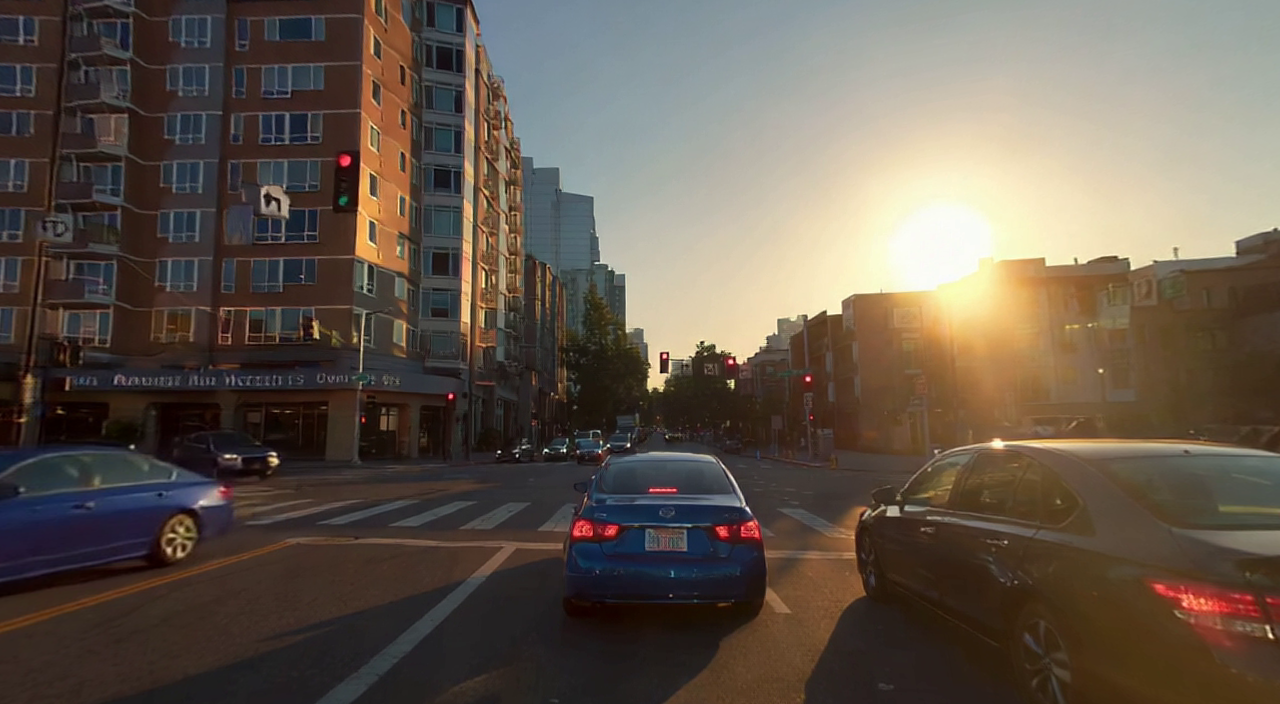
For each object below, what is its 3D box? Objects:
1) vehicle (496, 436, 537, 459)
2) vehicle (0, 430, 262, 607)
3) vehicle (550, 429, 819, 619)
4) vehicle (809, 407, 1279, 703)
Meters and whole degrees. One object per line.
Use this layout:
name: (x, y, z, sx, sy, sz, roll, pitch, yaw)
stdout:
vehicle: (-9.131, 7.095, 46.802, 2.030, 1.596, 3.912, -1, -8, 3)
vehicle: (-6.557, 1.624, 6.535, 1.953, 1.564, 4.344, -2, -9, 13)
vehicle: (0.244, 1.660, 7.080, 2.132, 1.464, 4.089, 0, -8, -3)
vehicle: (2.811, 1.280, 4.563, 1.961, 1.498, 4.356, 0, -8, 0)
